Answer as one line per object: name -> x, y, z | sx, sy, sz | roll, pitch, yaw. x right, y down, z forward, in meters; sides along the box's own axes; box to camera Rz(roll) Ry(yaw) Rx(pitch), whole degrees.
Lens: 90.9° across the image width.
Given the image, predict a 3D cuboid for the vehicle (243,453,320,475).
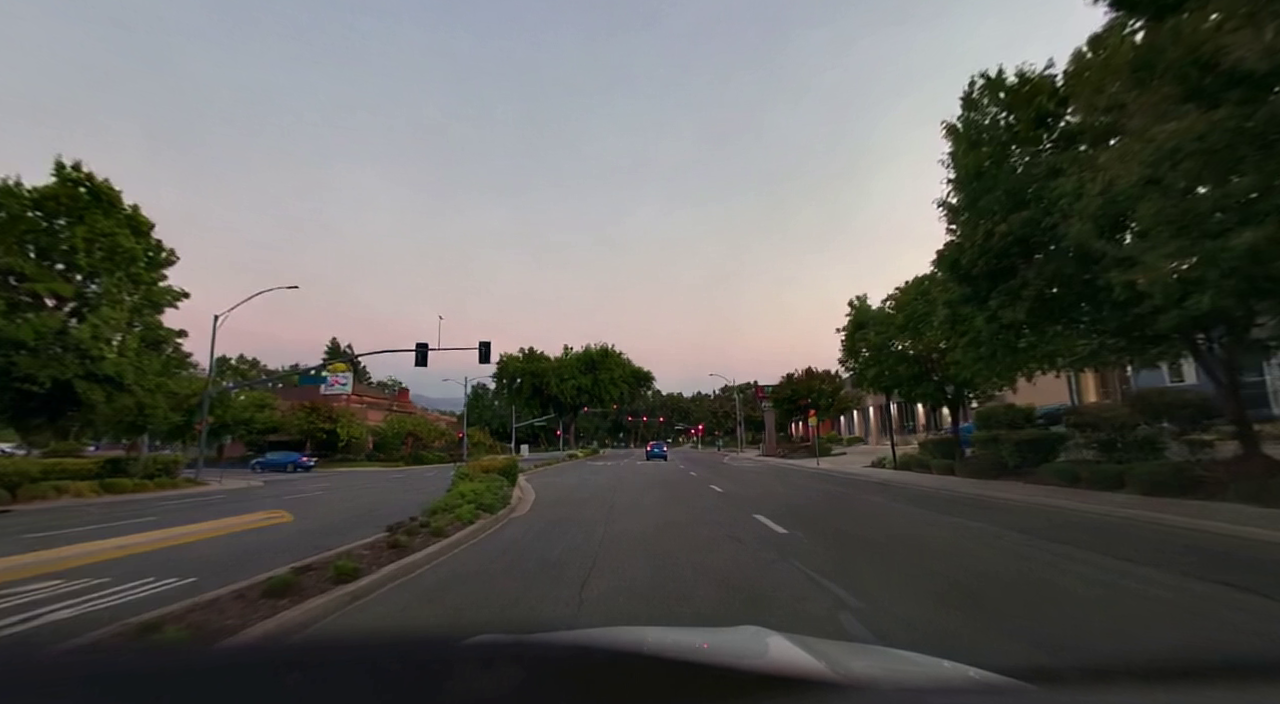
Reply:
vehicle -> -25.920, 8.080, 45.680 | 4.438, 1.440, 1.782 | 2, -9, -13
